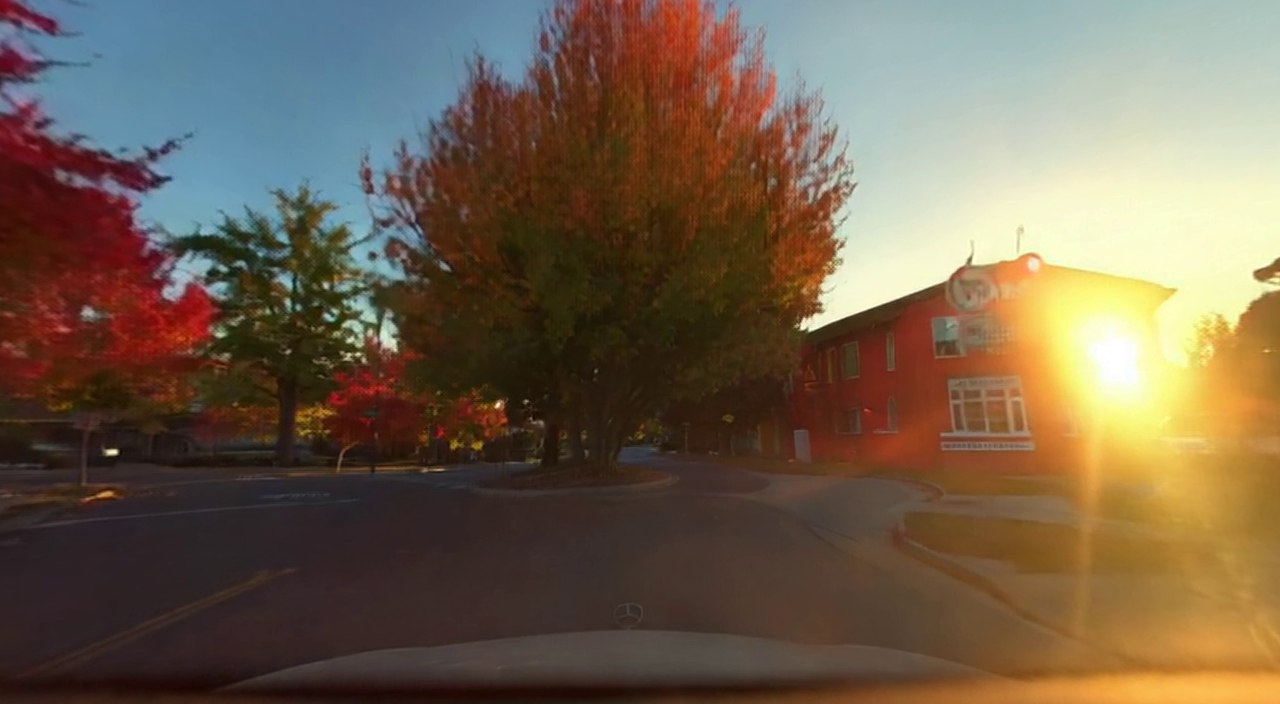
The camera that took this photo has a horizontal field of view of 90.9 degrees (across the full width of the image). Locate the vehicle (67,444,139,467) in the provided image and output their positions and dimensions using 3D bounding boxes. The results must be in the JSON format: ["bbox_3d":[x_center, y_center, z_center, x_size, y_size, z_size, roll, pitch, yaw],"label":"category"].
[{"bbox_3d":[-36.093,6.950,42.461,3.362,1.404,1.588,-1,-8,-1],"label":"vehicle"}]
